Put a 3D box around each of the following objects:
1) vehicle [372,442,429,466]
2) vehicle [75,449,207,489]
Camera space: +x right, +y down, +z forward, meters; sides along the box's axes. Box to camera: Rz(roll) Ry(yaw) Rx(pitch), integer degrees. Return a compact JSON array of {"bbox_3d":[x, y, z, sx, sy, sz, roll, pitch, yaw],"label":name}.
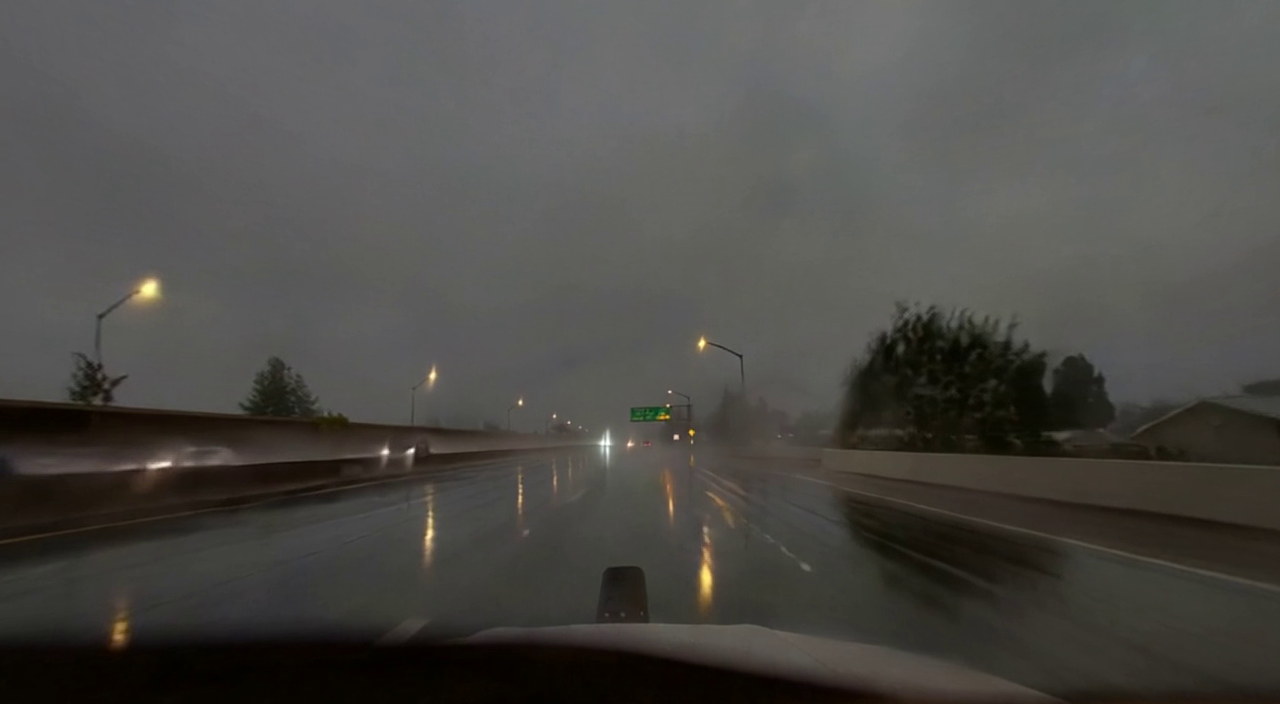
[{"bbox_3d":[-17.515,7.473,46.337,2.004,1.600,5.305,-1,-8,1],"label":"vehicle"},{"bbox_3d":[-21.353,5.007,27.286,1.877,1.517,4.667,0,-8,0],"label":"vehicle"}]
